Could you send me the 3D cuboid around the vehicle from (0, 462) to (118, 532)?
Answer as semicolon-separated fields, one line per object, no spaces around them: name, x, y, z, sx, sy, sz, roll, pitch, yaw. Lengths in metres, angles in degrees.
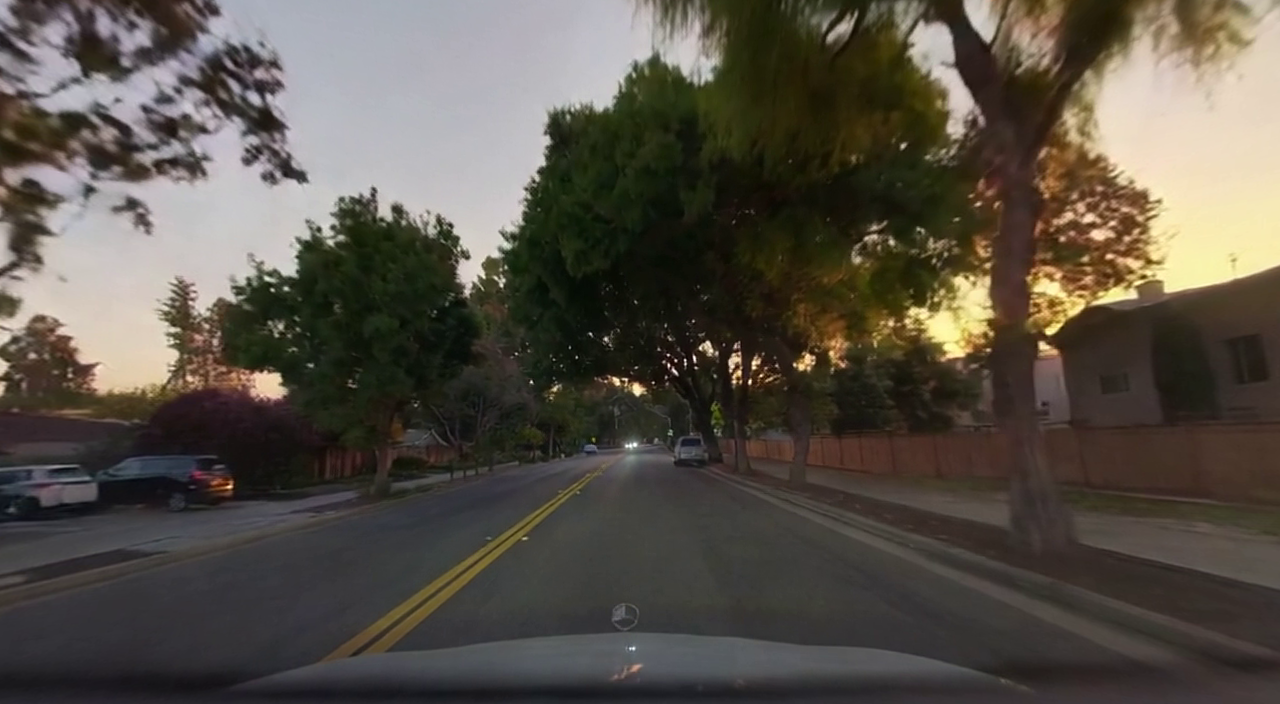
vehicle;-15.443;3.512;15.758;4.273;1.459;2.000;-5;-9;25

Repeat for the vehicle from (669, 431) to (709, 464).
vehicle;2.961;5.923;39.143;2.125;1.861;4.564;-1;-8;0

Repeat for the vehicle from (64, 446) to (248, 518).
vehicle;-14.271;3.714;18.569;5.275;1.807;2.279;-6;-10;29
